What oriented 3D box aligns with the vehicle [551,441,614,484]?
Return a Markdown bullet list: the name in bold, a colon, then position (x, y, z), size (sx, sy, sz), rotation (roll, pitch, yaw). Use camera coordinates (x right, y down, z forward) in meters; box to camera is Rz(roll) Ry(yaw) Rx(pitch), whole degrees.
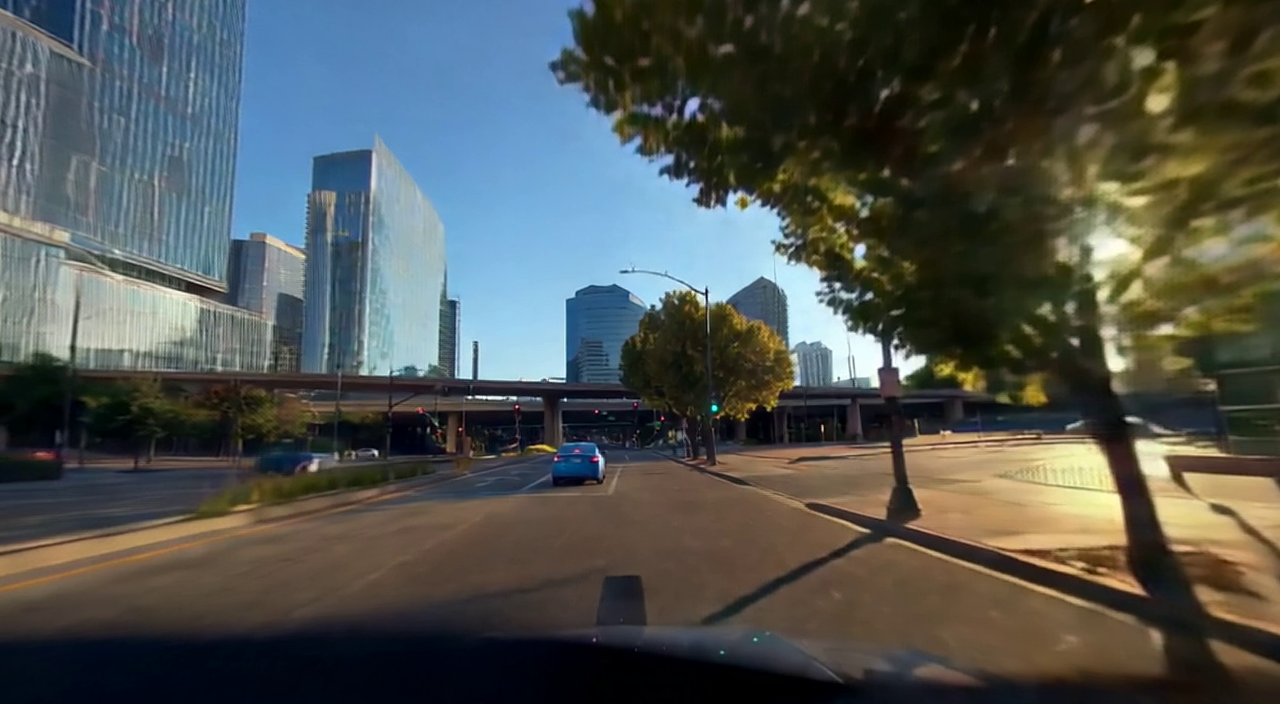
- **vehicle**: position (-2.068, 4.107, 23.872), size (2.154, 1.465, 4.532), rotation (0, -8, -3)
